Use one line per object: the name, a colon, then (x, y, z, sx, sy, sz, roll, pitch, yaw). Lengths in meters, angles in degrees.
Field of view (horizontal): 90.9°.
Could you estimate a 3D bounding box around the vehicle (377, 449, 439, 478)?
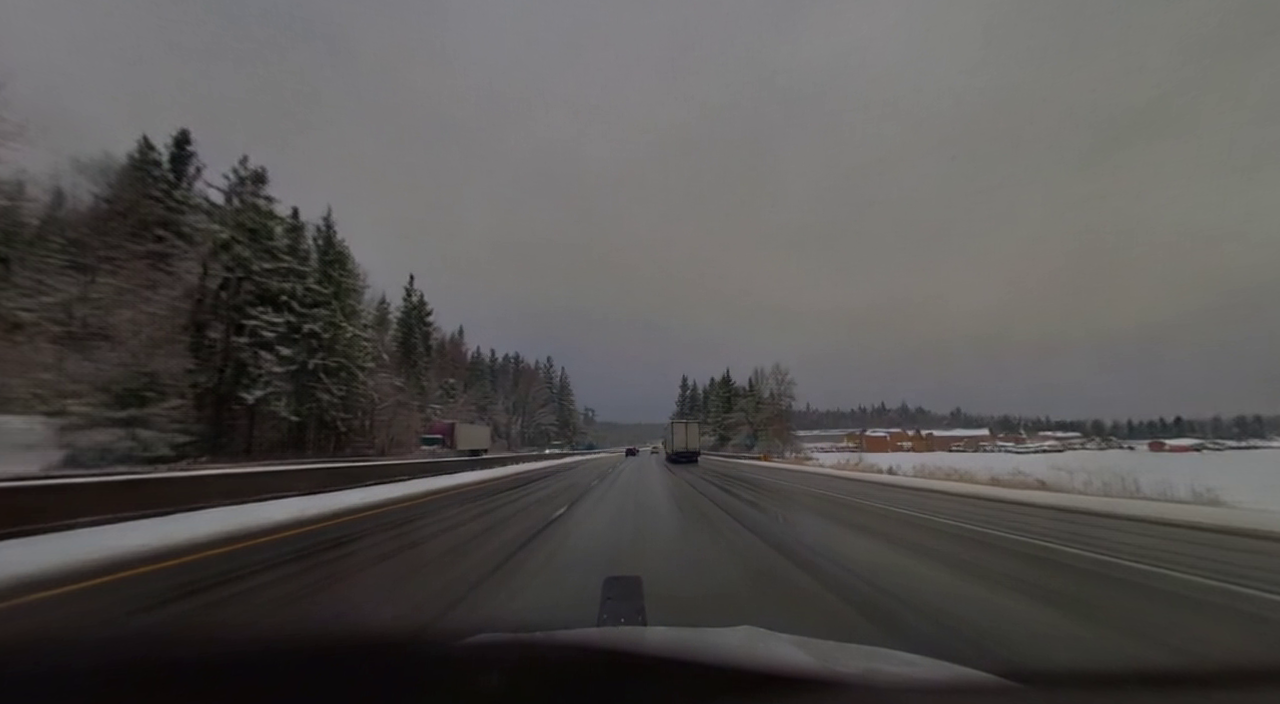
vehicle: (-12.263, 5.921, 33.606, 1.878, 1.418, 3.768, 0, -9, 0)
